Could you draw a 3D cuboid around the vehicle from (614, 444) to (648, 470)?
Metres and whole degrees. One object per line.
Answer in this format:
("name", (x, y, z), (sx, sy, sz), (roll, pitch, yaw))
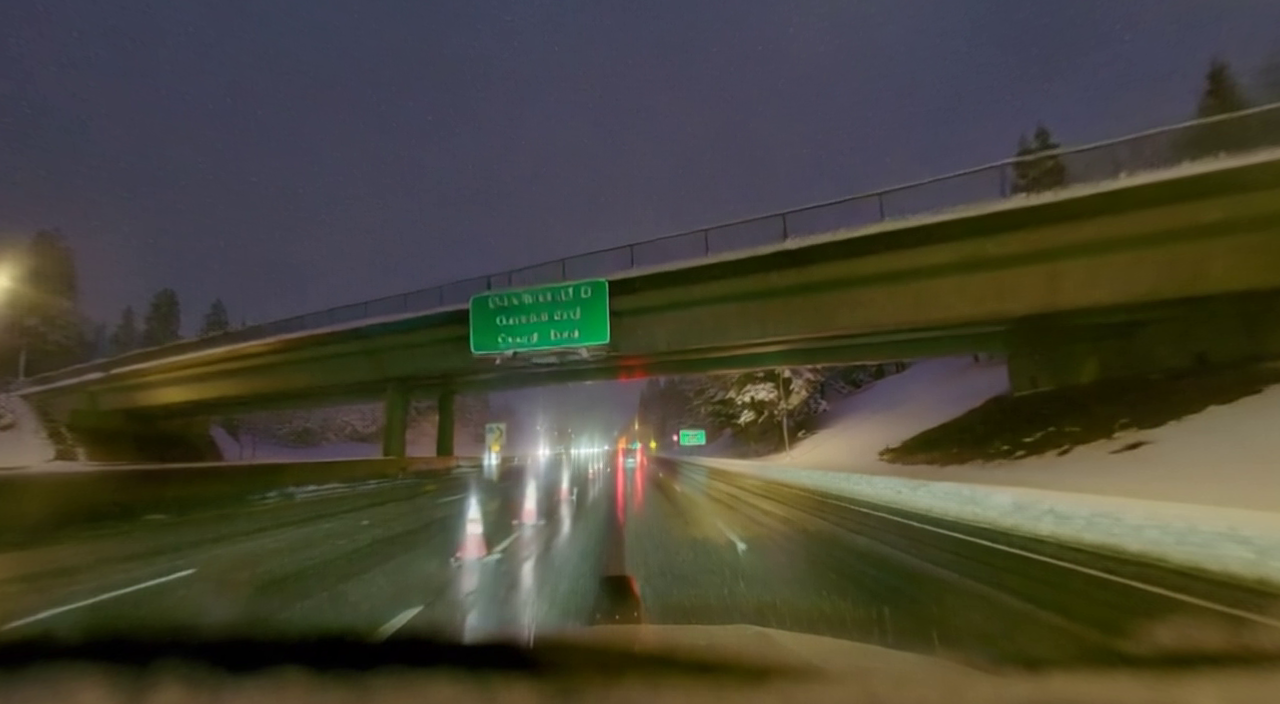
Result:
("vehicle", (-0.596, 6.928, 41.764), (2.109, 1.638, 3.856), (0, -9, -1))

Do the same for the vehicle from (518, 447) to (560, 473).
("vehicle", (-6.287, 6.745, 39.789), (1.997, 1.507, 4.248), (0, -9, -1))
